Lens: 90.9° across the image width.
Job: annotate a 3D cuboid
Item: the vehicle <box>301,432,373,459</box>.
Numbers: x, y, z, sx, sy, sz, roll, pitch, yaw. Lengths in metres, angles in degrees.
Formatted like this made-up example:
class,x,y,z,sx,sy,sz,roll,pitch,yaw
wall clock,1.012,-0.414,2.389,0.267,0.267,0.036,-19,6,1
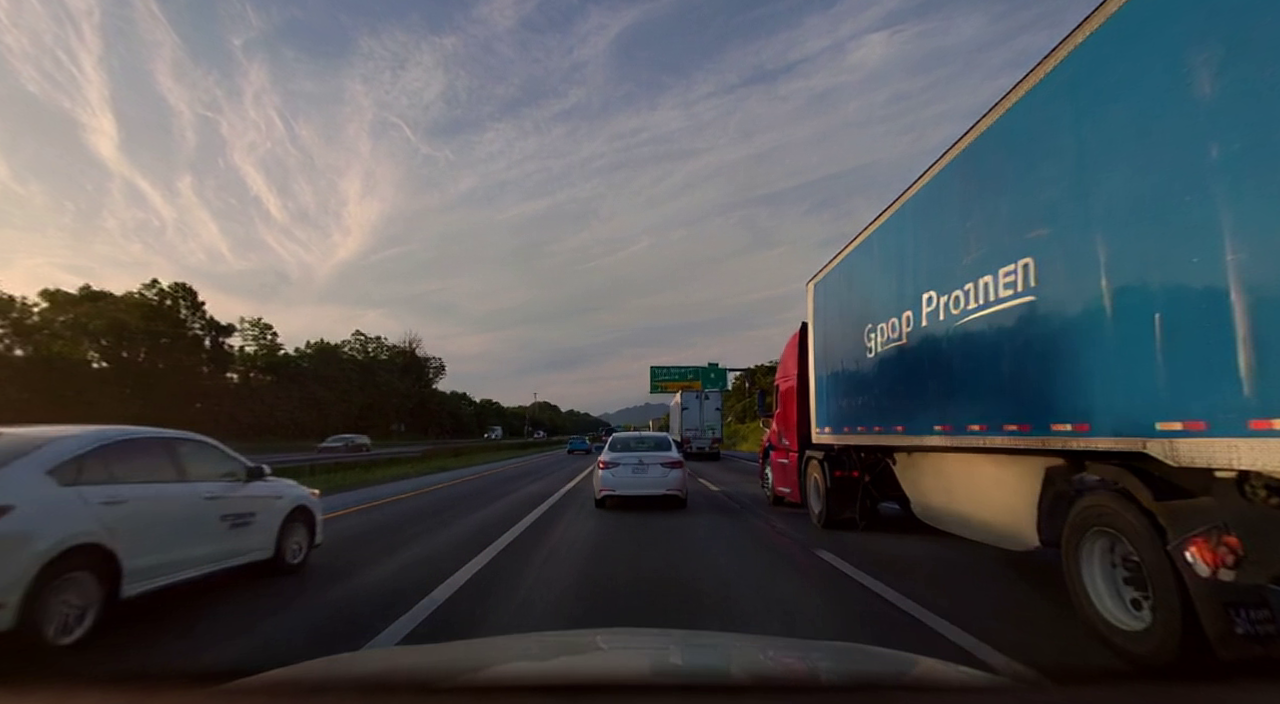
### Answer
class,x,y,z,sx,sy,sz,roll,pitch,yaw
vehicle,-17.876,5.524,37.416,1.967,1.497,4.486,0,-8,2

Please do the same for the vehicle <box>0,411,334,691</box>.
class,x,y,z,sx,sy,sz,roll,pitch,yaw
vehicle,-4.368,1.210,4.589,2.048,1.452,4.430,0,-8,0

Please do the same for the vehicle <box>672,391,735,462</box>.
class,x,y,z,sx,sy,sz,roll,pitch,yaw
vehicle,4.006,5.170,43.151,2.869,4.067,13.731,0,-8,0

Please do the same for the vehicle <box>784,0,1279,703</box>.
class,x,y,z,sx,sy,sz,roll,pitch,yaw
vehicle,4.173,-0.014,4.748,2.816,4.070,14.136,0,-8,0

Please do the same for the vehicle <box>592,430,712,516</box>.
class,x,y,z,sx,sy,sz,roll,pitch,yaw
vehicle,0.191,2.277,12.455,2.021,1.435,3.611,0,-8,0

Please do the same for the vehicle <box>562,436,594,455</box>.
class,x,y,z,sx,sy,sz,roll,pitch,yaw
vehicle,-4.801,7.283,49.296,1.983,1.434,4.451,0,-8,1
